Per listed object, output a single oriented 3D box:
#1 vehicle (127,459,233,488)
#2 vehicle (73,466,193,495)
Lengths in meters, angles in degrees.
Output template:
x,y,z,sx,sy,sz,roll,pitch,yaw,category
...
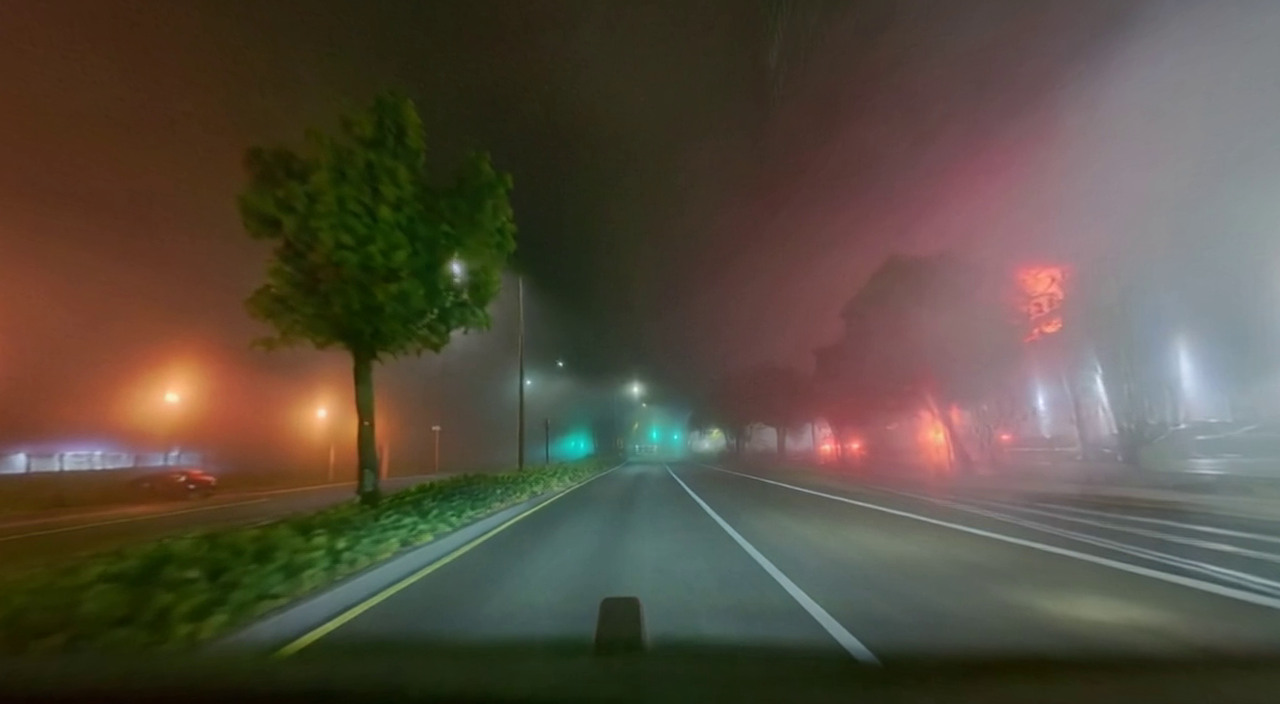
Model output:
x,y,z,sx,sy,sz,roll,pitch,yaw,category
-28.466,7.503,39.322,4.954,1.628,2.012,4,-9,-24,vehicle
-28.321,7.185,35.513,4.783,1.398,1.951,3,-9,-21,vehicle
